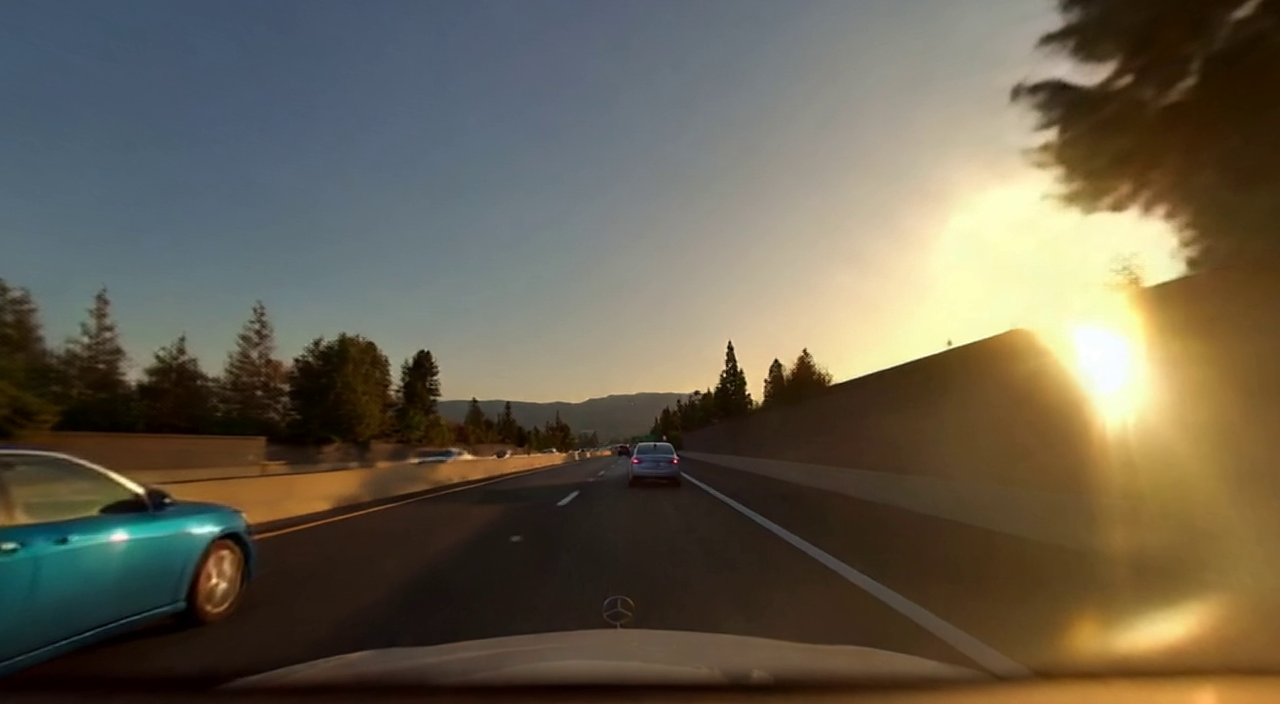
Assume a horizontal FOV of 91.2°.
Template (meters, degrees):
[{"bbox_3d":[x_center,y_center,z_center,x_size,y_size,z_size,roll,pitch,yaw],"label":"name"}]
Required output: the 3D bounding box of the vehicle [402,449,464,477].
[{"bbox_3d":[-12.706,6.818,38.777,1.888,1.547,4.445,-1,-9,7],"label":"vehicle"}]

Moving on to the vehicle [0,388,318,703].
[{"bbox_3d":[-3.692,1.036,3.191,2.083,1.548,4.251,0,-9,-4],"label":"vehicle"}]

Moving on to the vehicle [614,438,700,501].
[{"bbox_3d":[0.341,3.213,17.515,2.021,1.533,4.014,0,-9,-4],"label":"vehicle"}]
